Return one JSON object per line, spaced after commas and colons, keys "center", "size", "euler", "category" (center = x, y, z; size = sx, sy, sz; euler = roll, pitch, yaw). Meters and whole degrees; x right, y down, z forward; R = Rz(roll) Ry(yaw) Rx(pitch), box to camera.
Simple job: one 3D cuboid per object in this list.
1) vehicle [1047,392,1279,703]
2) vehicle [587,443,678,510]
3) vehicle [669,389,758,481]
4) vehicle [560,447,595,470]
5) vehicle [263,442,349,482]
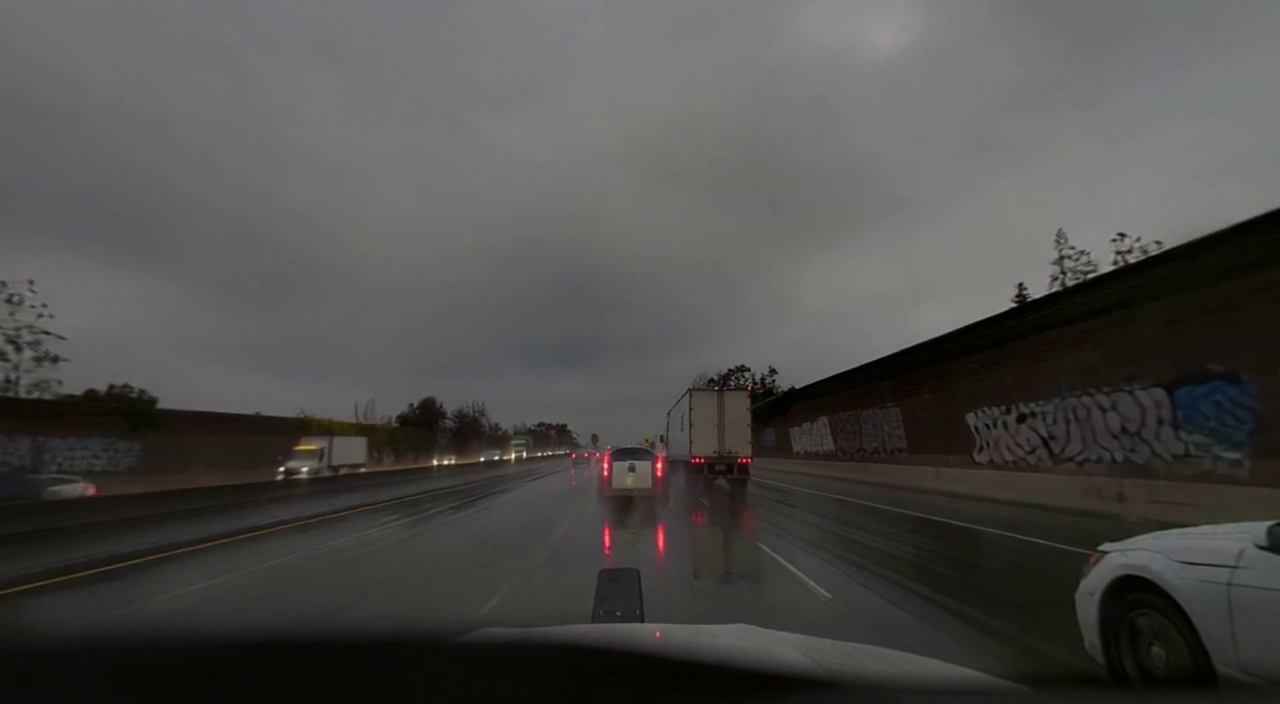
{"center": [3.295, 0.712, 1.057], "size": [1.996, 1.497, 4.754], "euler": [0, -9, 0], "category": "vehicle"}
{"center": [-0.239, 3.076, 16.041], "size": [2.033, 1.468, 4.015], "euler": [0, -9, -2], "category": "vehicle"}
{"center": [3.543, 4.732, 34.929], "size": [2.902, 4.014, 14.446], "euler": [0, -9, -1], "category": "vehicle"}
{"center": [-4.344, 7.479, 44.363], "size": [2.067, 1.481, 4.085], "euler": [0, -9, 0], "category": "vehicle"}
{"center": [-20.443, 6.708, 38.813], "size": [2.288, 2.238, 5.370], "euler": [-1, -9, 0], "category": "vehicle"}
